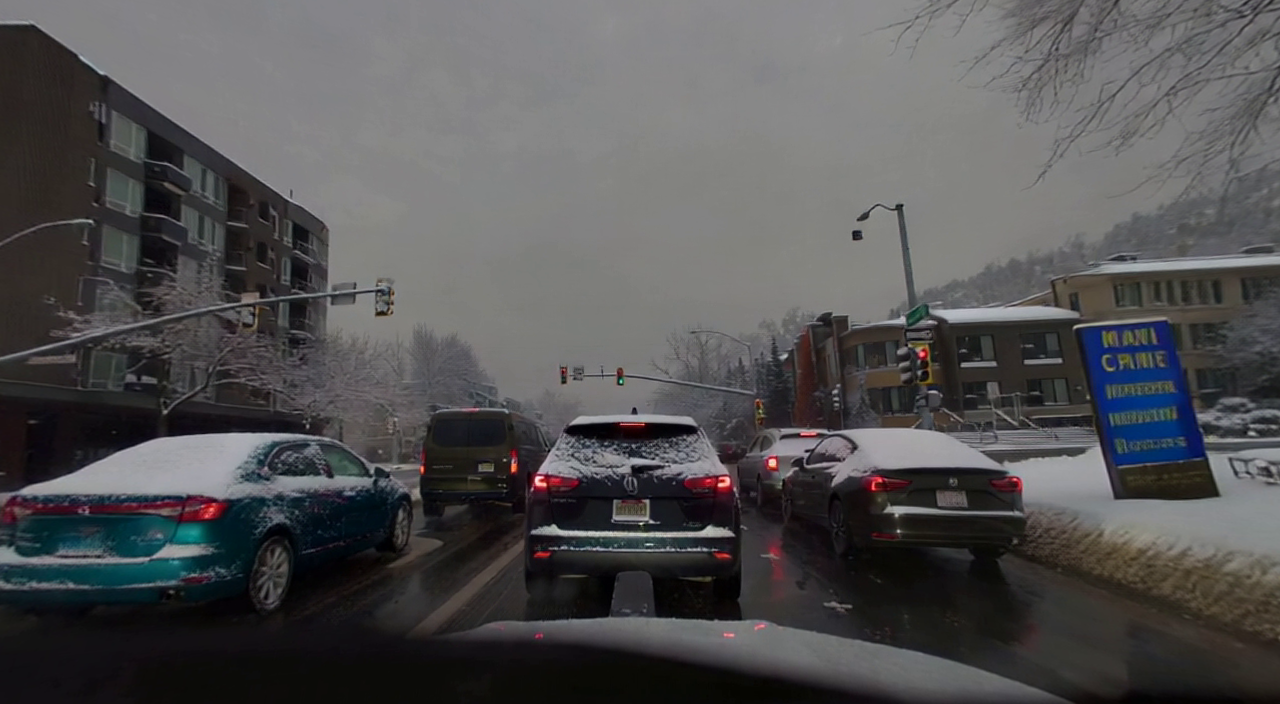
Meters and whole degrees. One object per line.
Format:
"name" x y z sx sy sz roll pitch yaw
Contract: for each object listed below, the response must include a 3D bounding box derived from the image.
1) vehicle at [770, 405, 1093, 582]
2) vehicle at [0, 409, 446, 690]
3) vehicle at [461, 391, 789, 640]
"vehicle" 3.219 1.669 8.260 2.004 1.646 4.554 0 -8 0
"vehicle" -3.548 1.426 5.832 1.906 1.524 4.547 0 -8 2
"vehicle" -0.114 1.415 6.444 2.195 1.662 4.262 0 -8 0
